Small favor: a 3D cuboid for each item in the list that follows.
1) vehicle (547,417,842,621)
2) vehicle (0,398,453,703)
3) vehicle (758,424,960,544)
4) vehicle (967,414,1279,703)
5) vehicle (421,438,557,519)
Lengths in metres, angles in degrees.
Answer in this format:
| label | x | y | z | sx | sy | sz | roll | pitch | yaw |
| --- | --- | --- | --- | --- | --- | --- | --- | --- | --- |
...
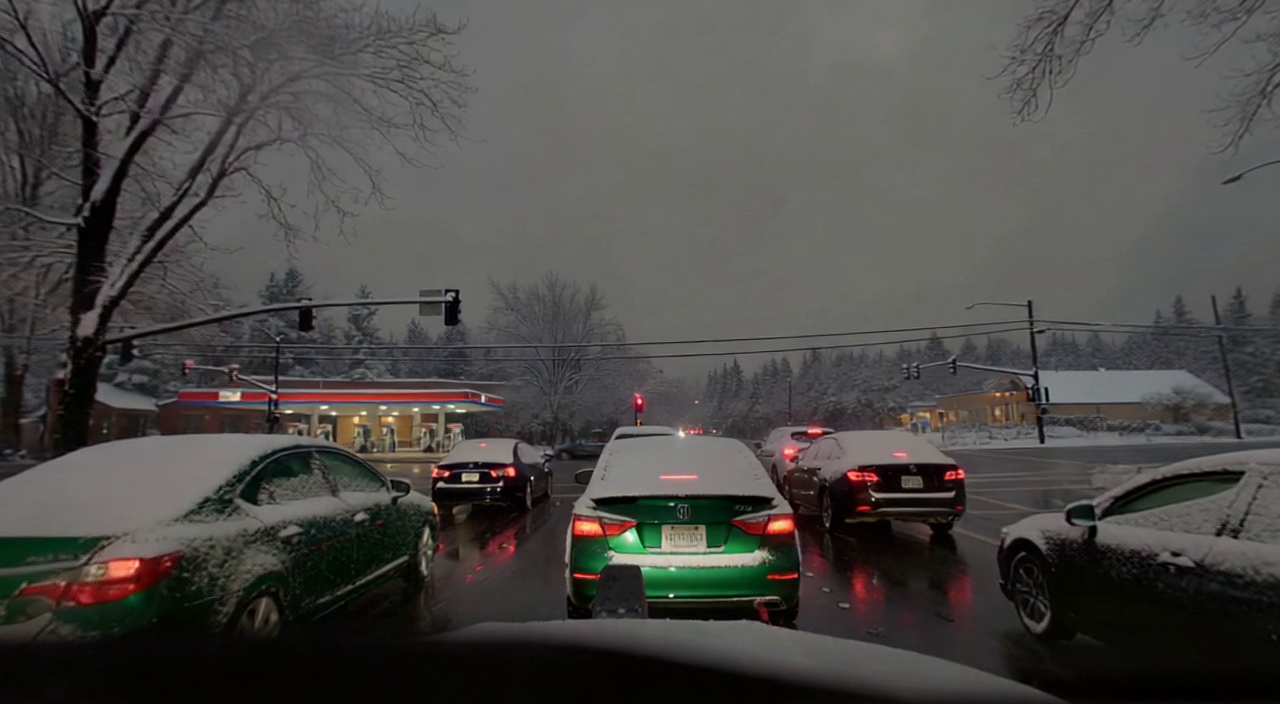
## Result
| label | x | y | z | sx | sy | sz | roll | pitch | yaw |
| --- | --- | --- | --- | --- | --- | --- | --- | --- | --- |
| vehicle | 0.350 | 1.582 | 6.972 | 2.220 | 1.507 | 4.317 | 0 | -9 | -2 |
| vehicle | -3.002 | 1.255 | 4.630 | 1.887 | 1.493 | 4.255 | 0 | -9 | 1 |
| vehicle | 3.408 | 2.133 | 10.794 | 1.947 | 1.630 | 4.127 | 0 | -9 | 0 |
| vehicle | 4.192 | 1.130 | 3.612 | 1.950 | 1.497 | 4.686 | 0 | -9 | -3 |
| vehicle | -3.053 | 2.647 | 13.737 | 1.867 | 1.474 | 4.237 | 0 | -9 | 1 |
